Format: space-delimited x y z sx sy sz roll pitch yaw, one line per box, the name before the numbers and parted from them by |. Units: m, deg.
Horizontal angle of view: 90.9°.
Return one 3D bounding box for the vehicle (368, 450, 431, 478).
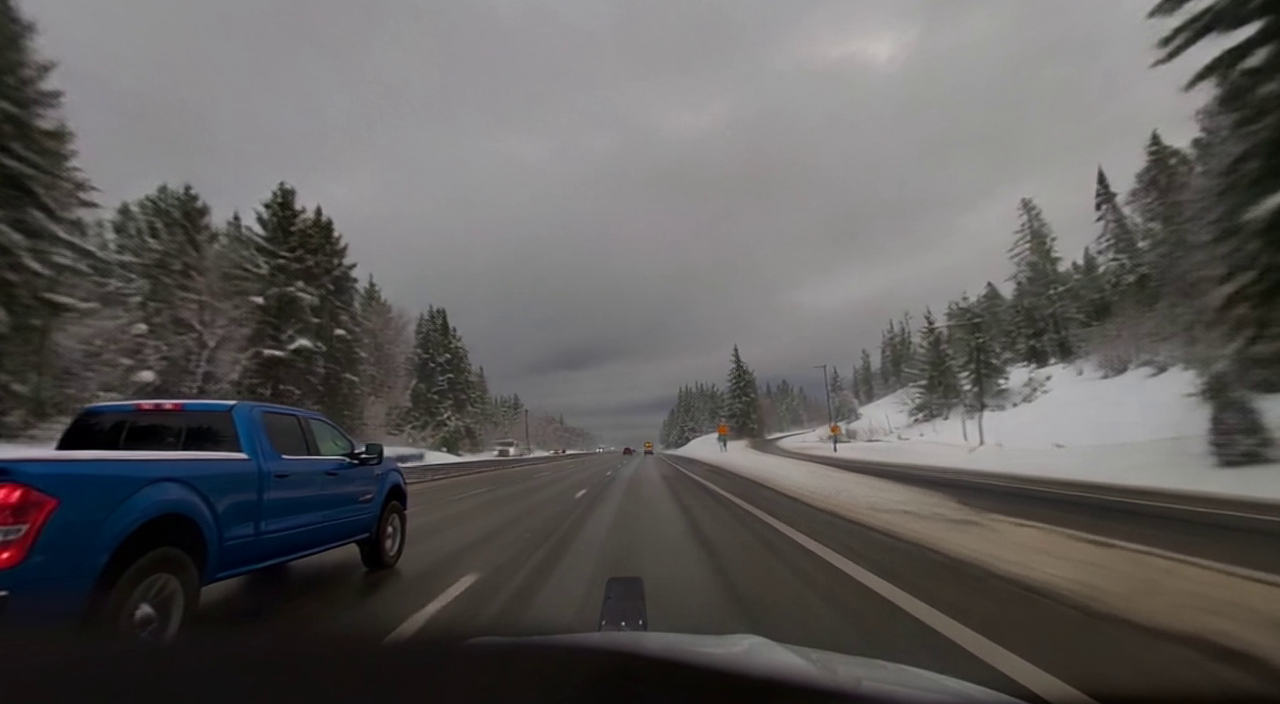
vehicle | -14.549 6.802 38.458 1.907 1.499 4.804 0 -8 1
